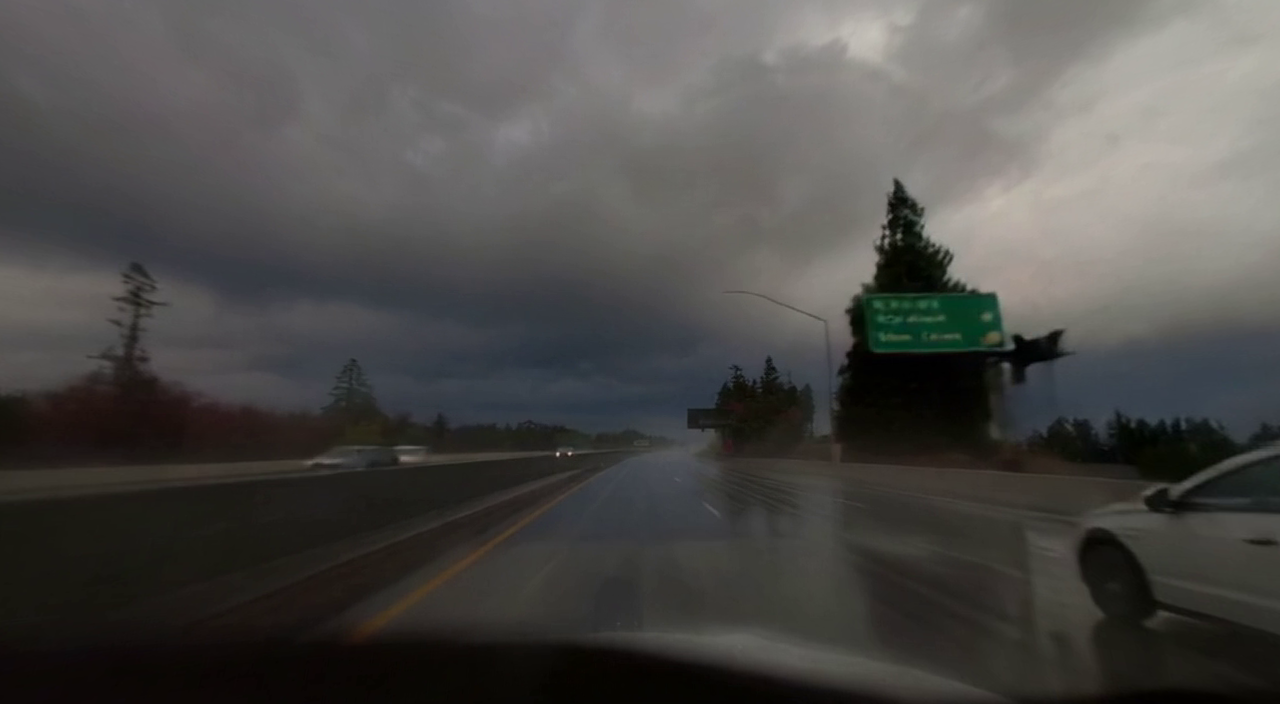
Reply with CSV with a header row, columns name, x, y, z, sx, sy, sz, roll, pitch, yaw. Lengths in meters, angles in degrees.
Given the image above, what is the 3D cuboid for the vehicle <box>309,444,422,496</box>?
name,x,y,z,sx,sy,sz,roll,pitch,yaw
vehicle,-9.010,3.881,20.986,1.910,1.543,4.064,-1,-9,1

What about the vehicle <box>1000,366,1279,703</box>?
name,x,y,z,sx,sy,sz,roll,pitch,yaw
vehicle,4.101,0.877,2.831,2.089,1.660,4.729,0,-9,0

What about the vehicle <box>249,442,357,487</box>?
name,x,y,z,sx,sy,sz,roll,pitch,yaw
vehicle,-13.385,4.474,25.223,1.961,1.654,4.197,0,-9,0
